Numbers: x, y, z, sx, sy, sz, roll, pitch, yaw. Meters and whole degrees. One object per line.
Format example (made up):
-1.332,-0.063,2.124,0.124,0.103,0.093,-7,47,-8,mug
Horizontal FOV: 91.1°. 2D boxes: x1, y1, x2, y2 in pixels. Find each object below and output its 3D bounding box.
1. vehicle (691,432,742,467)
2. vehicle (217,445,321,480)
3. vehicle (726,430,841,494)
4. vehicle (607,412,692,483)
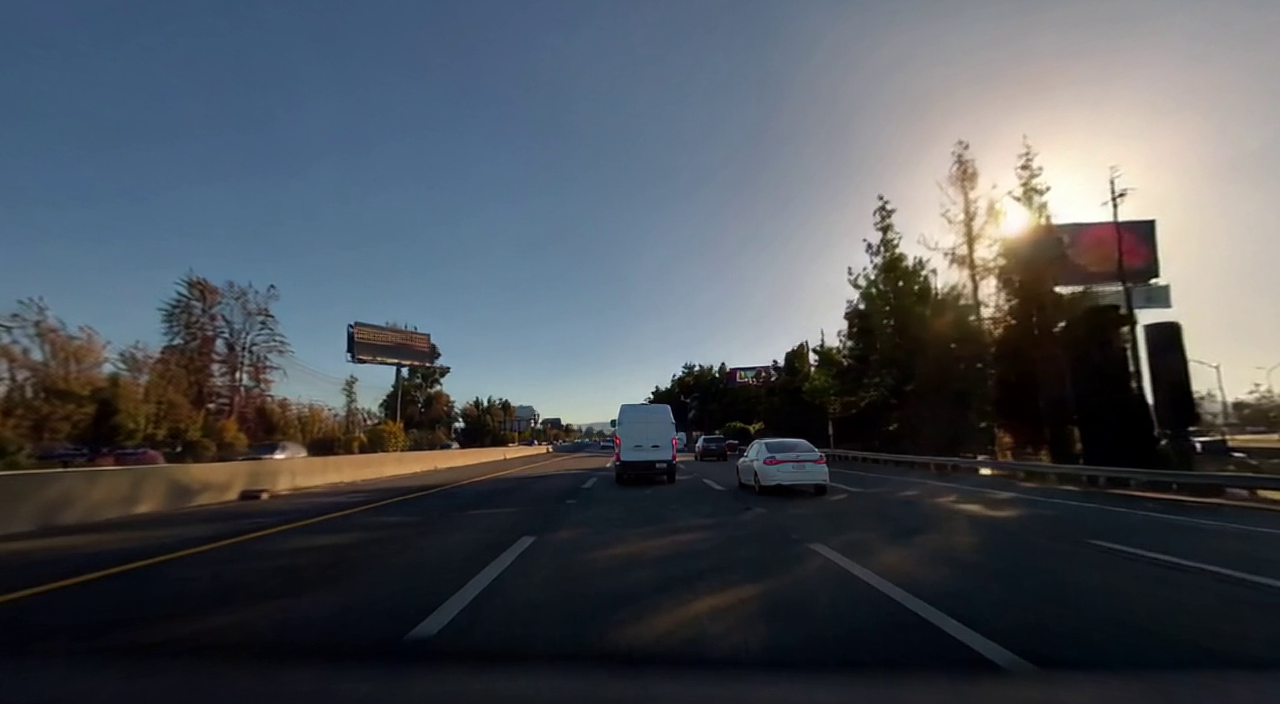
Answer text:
3.937,5.102,32.989,2.019,1.662,3.977,0,-8,-2,vehicle
-17.095,5.095,29.212,2.068,1.479,4.511,0,-8,0,vehicle
3.679,2.894,16.883,2.099,1.510,3.784,0,-8,-1,vehicle
0.208,3.253,21.535,2.546,2.087,5.404,0,-8,-2,vehicle
